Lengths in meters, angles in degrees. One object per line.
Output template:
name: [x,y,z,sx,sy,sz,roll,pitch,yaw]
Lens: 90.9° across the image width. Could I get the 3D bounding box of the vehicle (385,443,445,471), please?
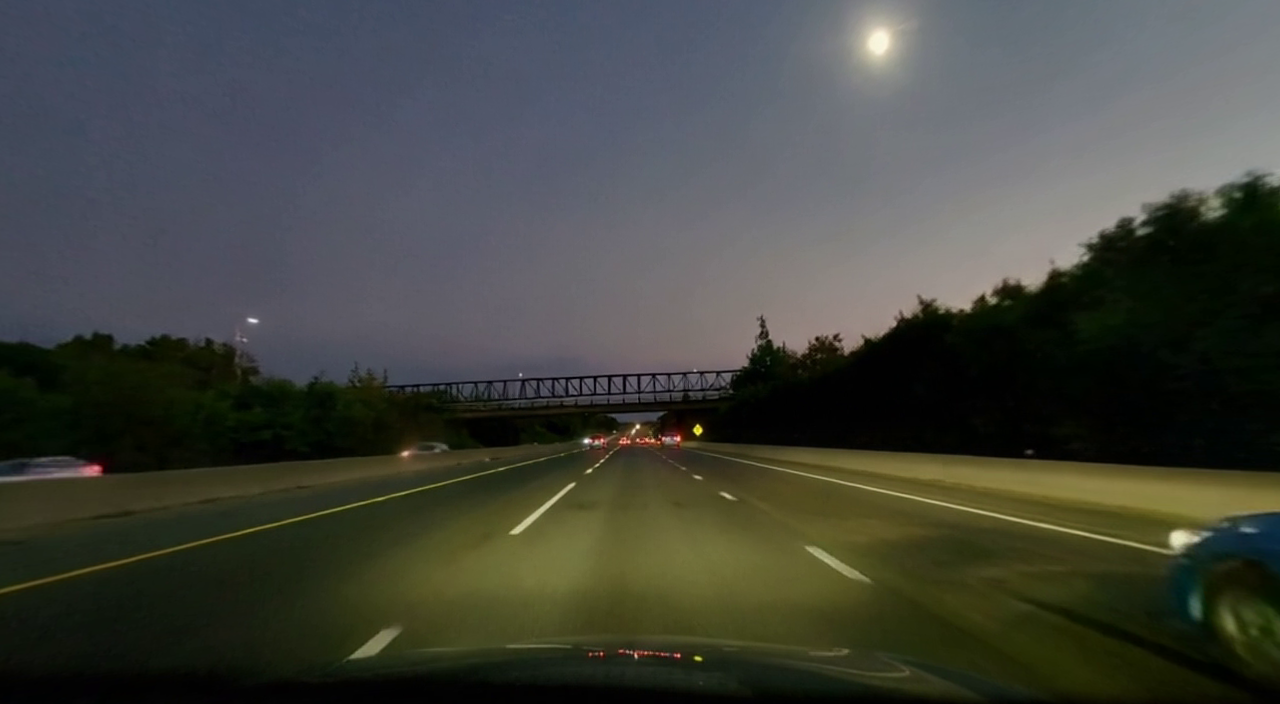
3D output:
vehicle: [-13.071,6.077,36.842,1.885,1.481,4.510,0,-8,-1]
